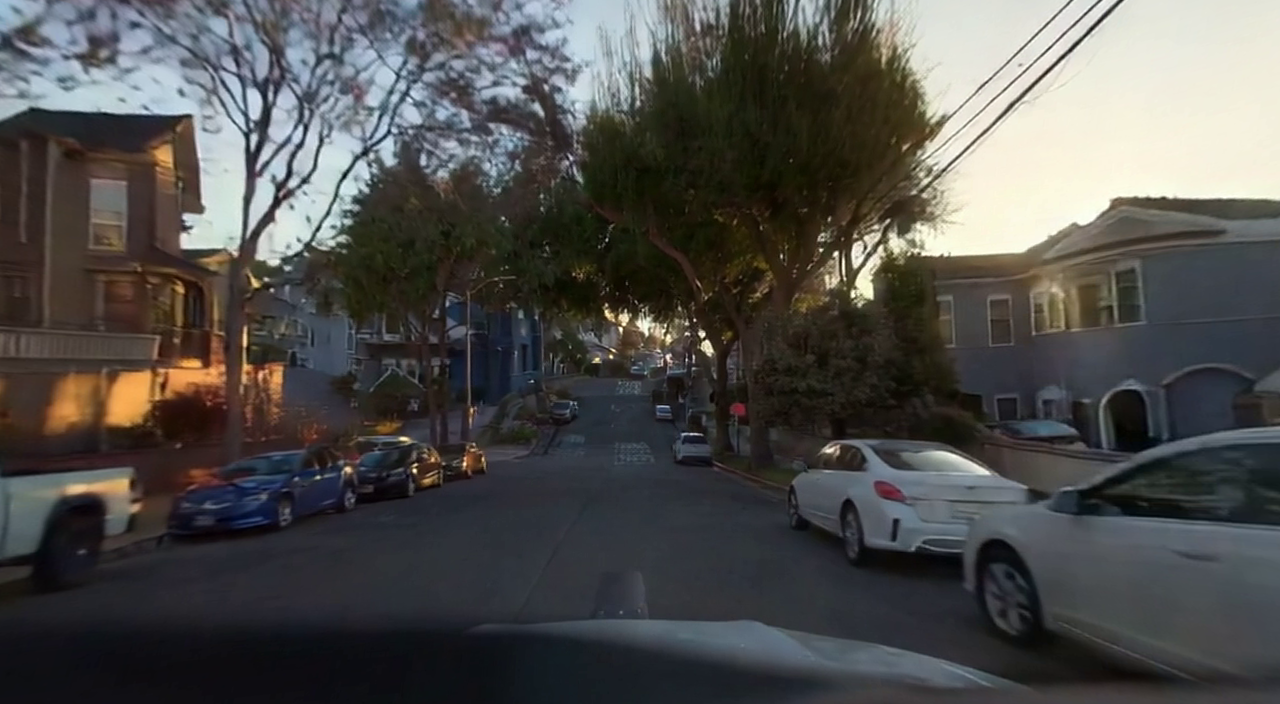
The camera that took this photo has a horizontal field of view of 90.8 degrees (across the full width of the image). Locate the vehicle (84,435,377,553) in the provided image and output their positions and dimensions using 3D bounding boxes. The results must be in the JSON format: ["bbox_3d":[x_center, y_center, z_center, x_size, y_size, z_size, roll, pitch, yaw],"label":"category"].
[{"bbox_3d":[-6.296,2.174,10.535,1.909,1.490,4.439,-1,-8,0],"label":"vehicle"}]

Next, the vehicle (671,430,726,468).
[{"bbox_3d":[2.628,4.488,29.429,1.966,1.620,4.187,0,-8,-3],"label":"vehicle"}]

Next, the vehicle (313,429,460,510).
[{"bbox_3d":[-6.137,2.824,16.015,1.922,1.569,4.677,-1,-5,-1],"label":"vehicle"}]

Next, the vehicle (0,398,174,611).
[{"bbox_3d":[-6.192,1.214,4.890,1.830,1.750,4.502,1,-8,-2],"label":"vehicle"}]

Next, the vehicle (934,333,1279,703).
[{"bbox_3d":[3.428,0.863,2.828,1.952,1.738,4.518,0,-8,-1],"label":"vehicle"}]
